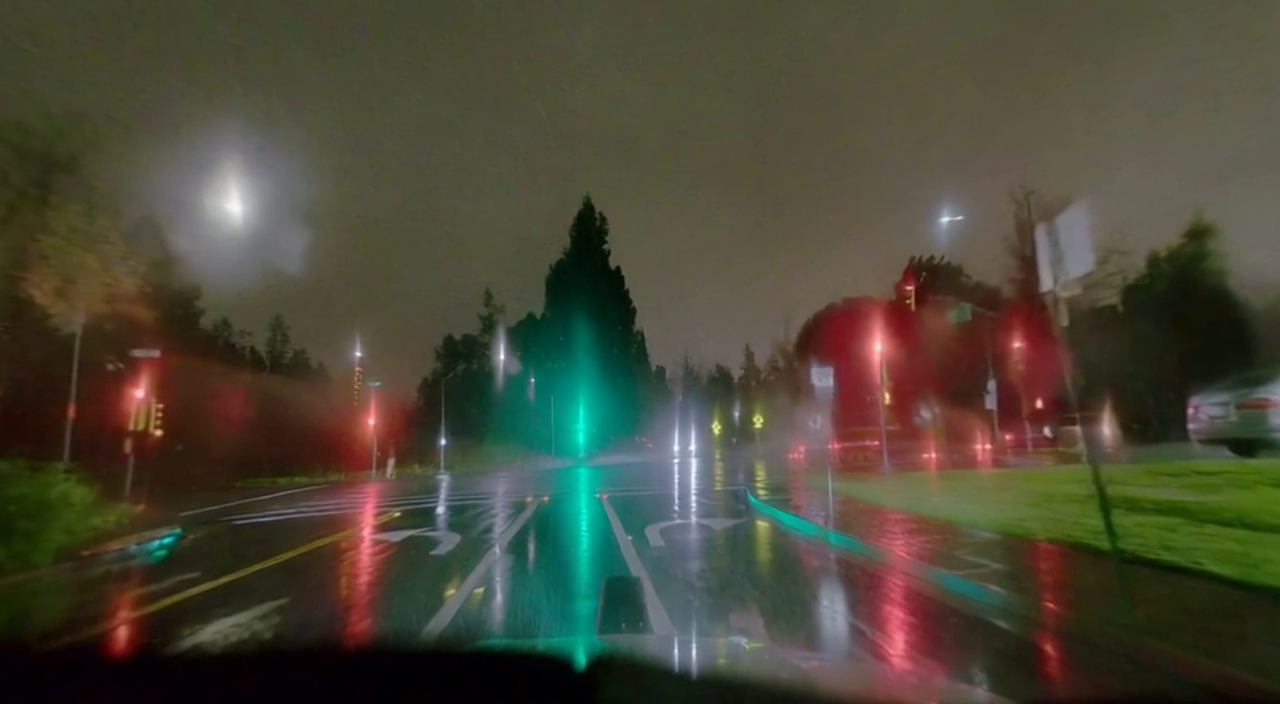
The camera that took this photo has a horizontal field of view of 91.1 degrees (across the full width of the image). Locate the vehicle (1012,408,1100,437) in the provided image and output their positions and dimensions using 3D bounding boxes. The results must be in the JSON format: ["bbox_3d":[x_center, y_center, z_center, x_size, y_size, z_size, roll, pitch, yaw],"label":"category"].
[{"bbox_3d":[27.470,4.661,41.531,4.475,1.837,1.961,1,-8,-5],"label":"vehicle"}]

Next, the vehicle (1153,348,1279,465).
[{"bbox_3d":[12.301,1.051,11.111,4.562,1.850,2.130,1,-9,-3],"label":"vehicle"}]
